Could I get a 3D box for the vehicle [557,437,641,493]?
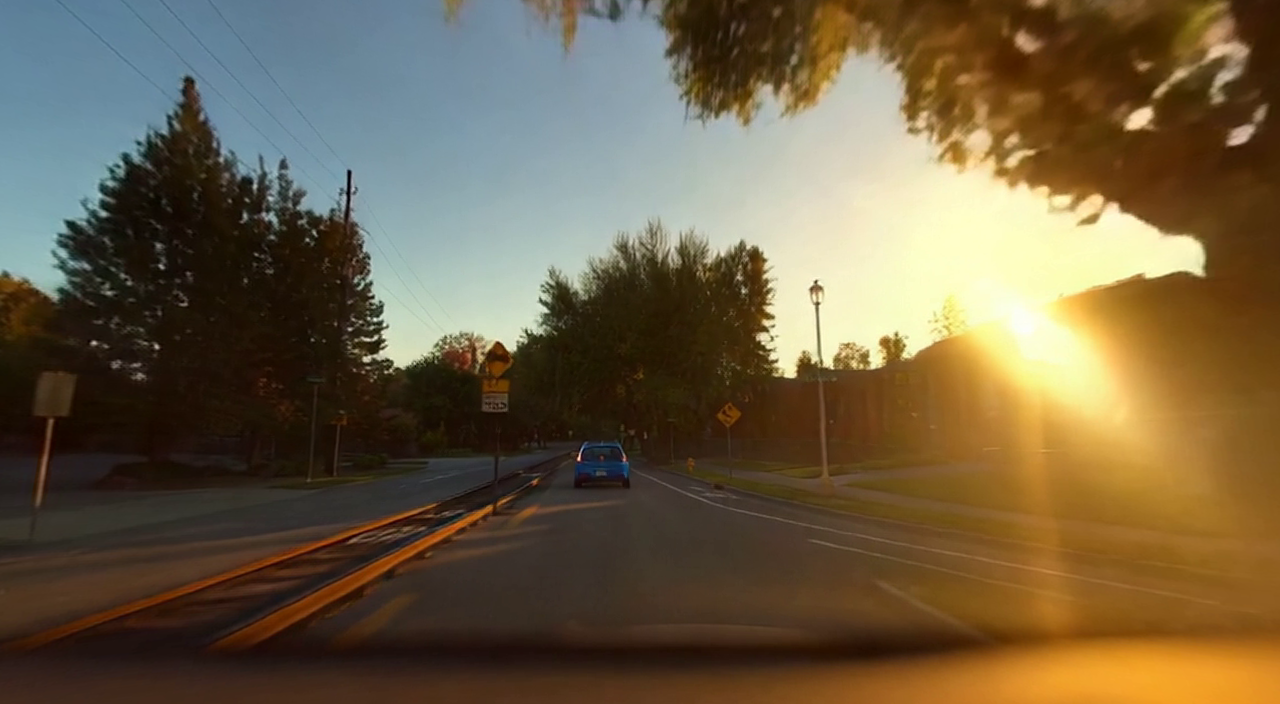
[{"bbox_3d":[-1.284,3.443,19.655,2.295,1.510,4.364,1,-8,-4],"label":"vehicle"}]
